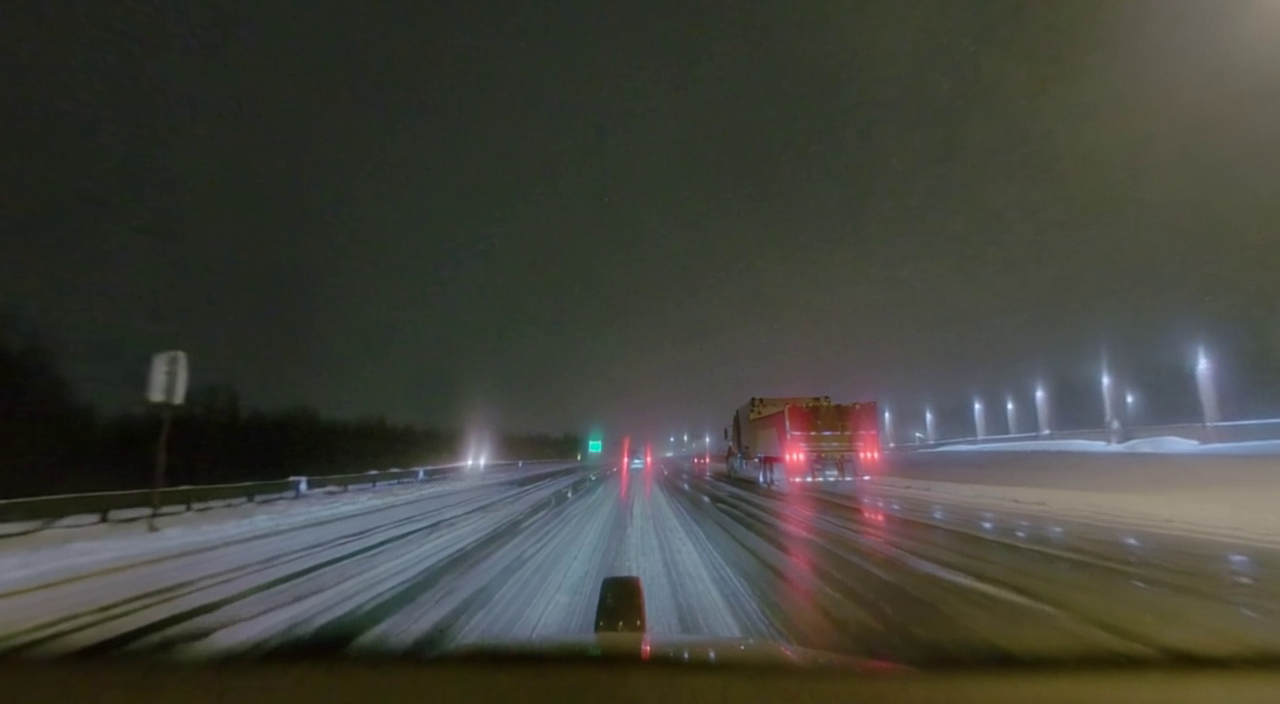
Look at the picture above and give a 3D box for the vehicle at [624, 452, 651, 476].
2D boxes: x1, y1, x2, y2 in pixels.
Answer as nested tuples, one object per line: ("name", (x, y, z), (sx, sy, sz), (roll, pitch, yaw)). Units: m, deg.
("vehicle", (-0.125, 7.136, 40.403), (1.695, 1.437, 3.506), (0, -9, 1))
